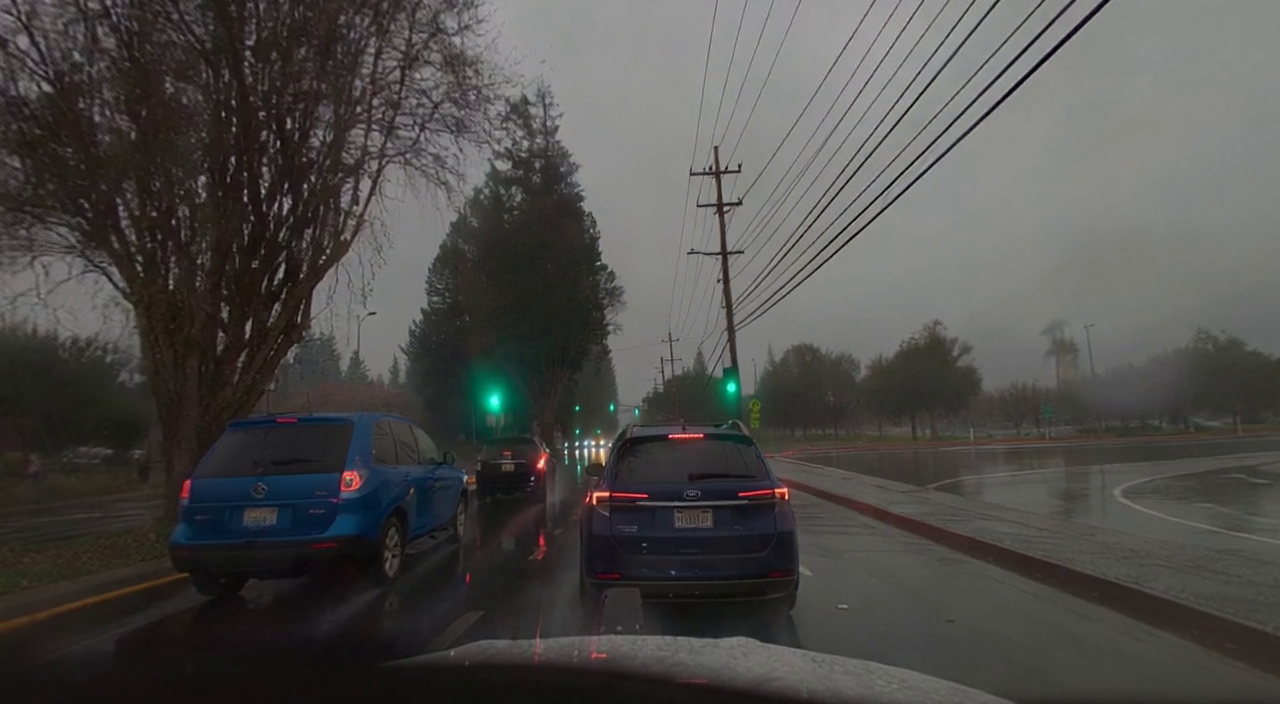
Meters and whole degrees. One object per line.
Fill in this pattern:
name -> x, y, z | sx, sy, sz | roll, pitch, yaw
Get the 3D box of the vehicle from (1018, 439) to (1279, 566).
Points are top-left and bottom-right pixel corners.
vehicle -> 8.378, 2.153, 9.933 | 1.993, 1.508, 4.521 | 0, -9, -1

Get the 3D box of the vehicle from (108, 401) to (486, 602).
vehicle -> -3.477, 1.607, 7.648 | 2.105, 1.706, 4.337 | 0, -9, 0

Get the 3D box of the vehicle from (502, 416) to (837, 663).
vehicle -> 0.113, 1.448, 5.954 | 2.056, 1.487, 4.003 | 0, -9, -2
